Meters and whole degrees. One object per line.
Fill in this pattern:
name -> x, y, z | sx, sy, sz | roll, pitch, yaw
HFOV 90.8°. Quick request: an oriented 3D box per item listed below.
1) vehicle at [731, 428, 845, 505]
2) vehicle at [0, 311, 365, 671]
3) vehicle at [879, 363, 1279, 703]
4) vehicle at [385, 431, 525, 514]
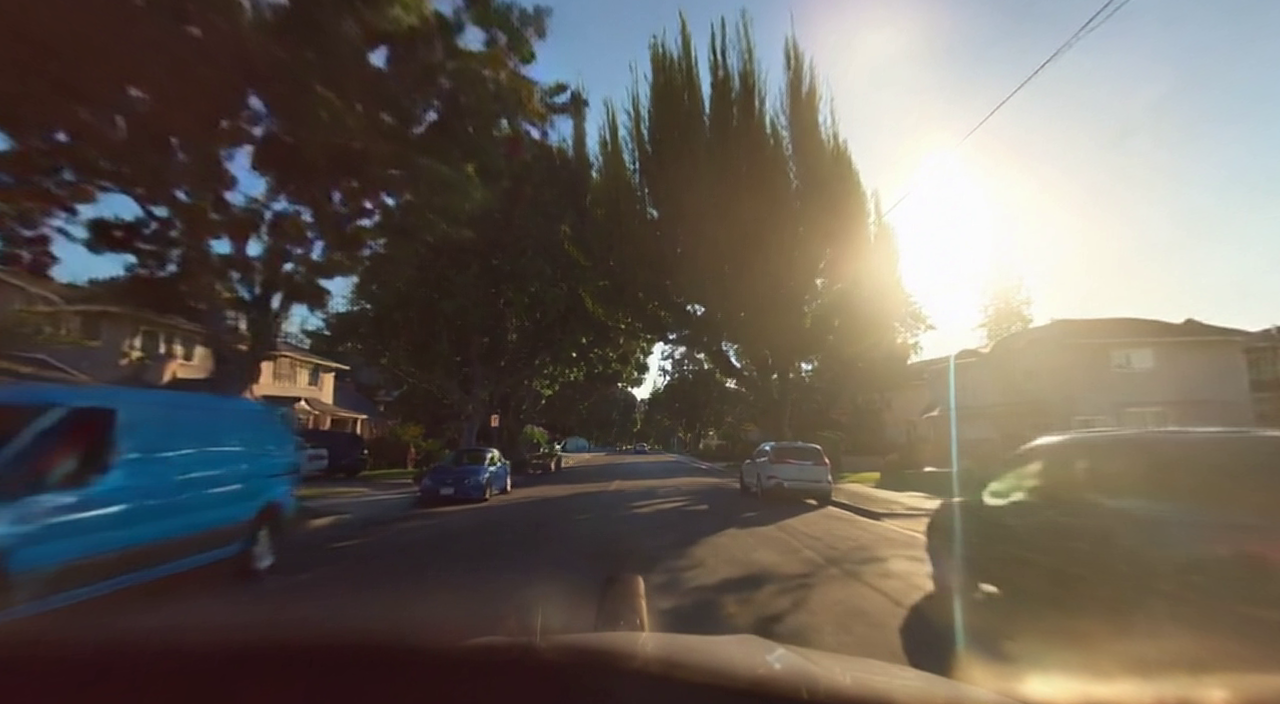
vehicle -> 3.935, 3.140, 17.713 | 2.173, 1.806, 4.701 | 1, -9, 1
vehicle -> -4.622, 1.018, 5.316 | 2.087, 1.993, 5.635 | 0, -8, 0
vehicle -> 4.124, 1.284, 5.004 | 2.152, 1.810, 5.846 | 1, -9, 0
vehicle -> -4.353, 2.903, 15.654 | 2.157, 1.736, 4.104 | -1, -9, 1
